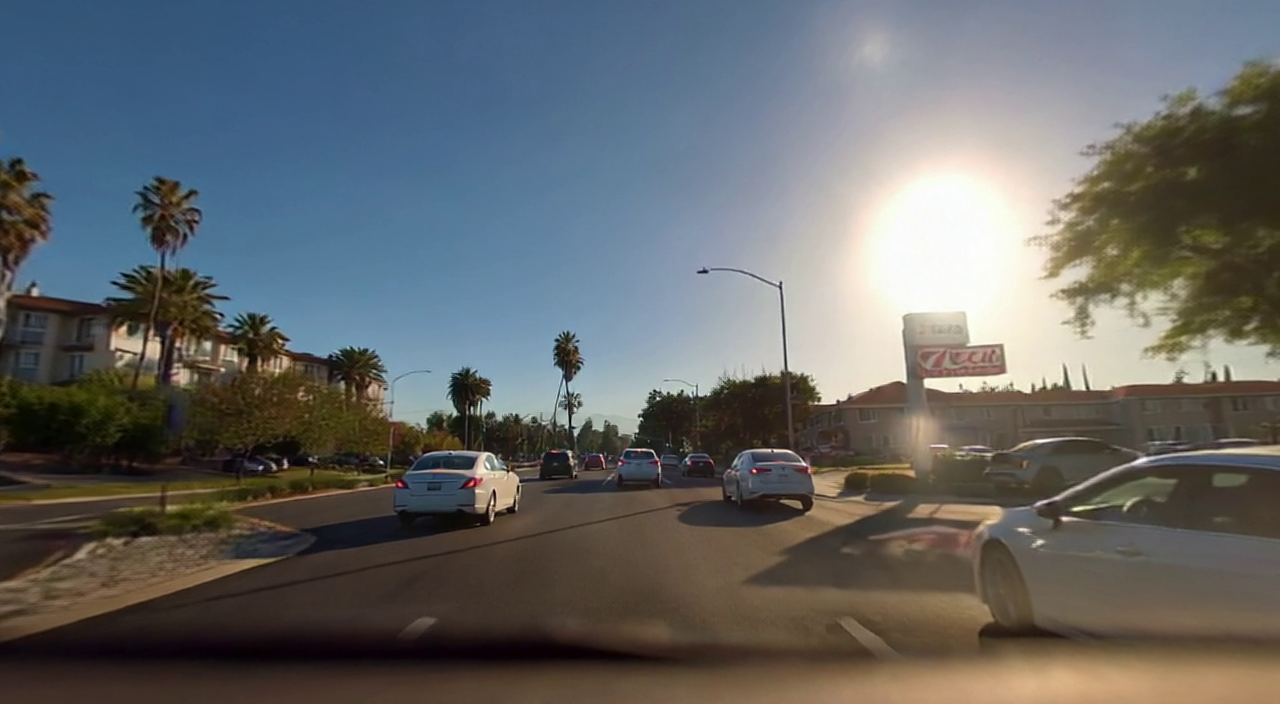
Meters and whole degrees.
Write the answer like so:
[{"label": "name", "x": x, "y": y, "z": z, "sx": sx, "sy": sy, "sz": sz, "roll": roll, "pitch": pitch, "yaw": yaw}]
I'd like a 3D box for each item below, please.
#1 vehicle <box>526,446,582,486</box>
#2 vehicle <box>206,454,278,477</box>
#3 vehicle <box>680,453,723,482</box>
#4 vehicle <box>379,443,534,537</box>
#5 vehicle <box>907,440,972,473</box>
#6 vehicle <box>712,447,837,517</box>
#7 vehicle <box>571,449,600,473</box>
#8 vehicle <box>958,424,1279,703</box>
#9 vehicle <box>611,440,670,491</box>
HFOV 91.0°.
[{"label": "vehicle", "x": -3.846, "y": 5.177, "z": 28.955, "sx": 1.932, "sy": 1.695, "sz": 4.235, "roll": 0, "pitch": -8, "yaw": 0}, {"label": "vehicle", "x": -30.428, "y": 8.698, "z": 48.194, "sx": 4.123, "sy": 1.648, "sz": 2.053, "roll": 0, "pitch": -8, "yaw": 0}, {"label": "vehicle", "x": 3.400, "y": 6.453, "z": 35.534, "sx": 1.880, "sy": 1.476, "sz": 3.932, "roll": 0, "pitch": -8, "yaw": -2}, {"label": "vehicle", "x": -3.341, "y": 2.549, "z": 12.374, "sx": 1.864, "sy": 1.505, "sz": 4.202, "roll": 0, "pitch": -8, "yaw": -1}, {"label": "vehicle", "x": 18.221, "y": 6.361, "z": 38.538, "sx": 1.905, "sy": 1.833, "sz": 4.347, "roll": 0, "pitch": -8, "yaw": 2}, {"label": "vehicle", "x": 3.157, "y": 3.141, "z": 15.850, "sx": 1.977, "sy": 1.480, "sz": 4.589, "roll": 0, "pitch": -8, "yaw": -2}, {"label": "vehicle", "x": -4.088, "y": 8.250, "z": 47.669, "sx": 1.871, "sy": 1.673, "sz": 3.920, "roll": 0, "pitch": -8, "yaw": 0}, {"label": "vehicle", "x": 3.660, "y": 1.097, "z": 3.082, "sx": 1.867, "sy": 1.448, "sz": 4.436, "roll": 0, "pitch": -8, "yaw": 0}, {"label": "vehicle", "x": -0.009, "y": 4.540, "z": 25.550, "sx": 2.164, "sy": 1.867, "sz": 4.254, "roll": 0, "pitch": -8, "yaw": -1}]
